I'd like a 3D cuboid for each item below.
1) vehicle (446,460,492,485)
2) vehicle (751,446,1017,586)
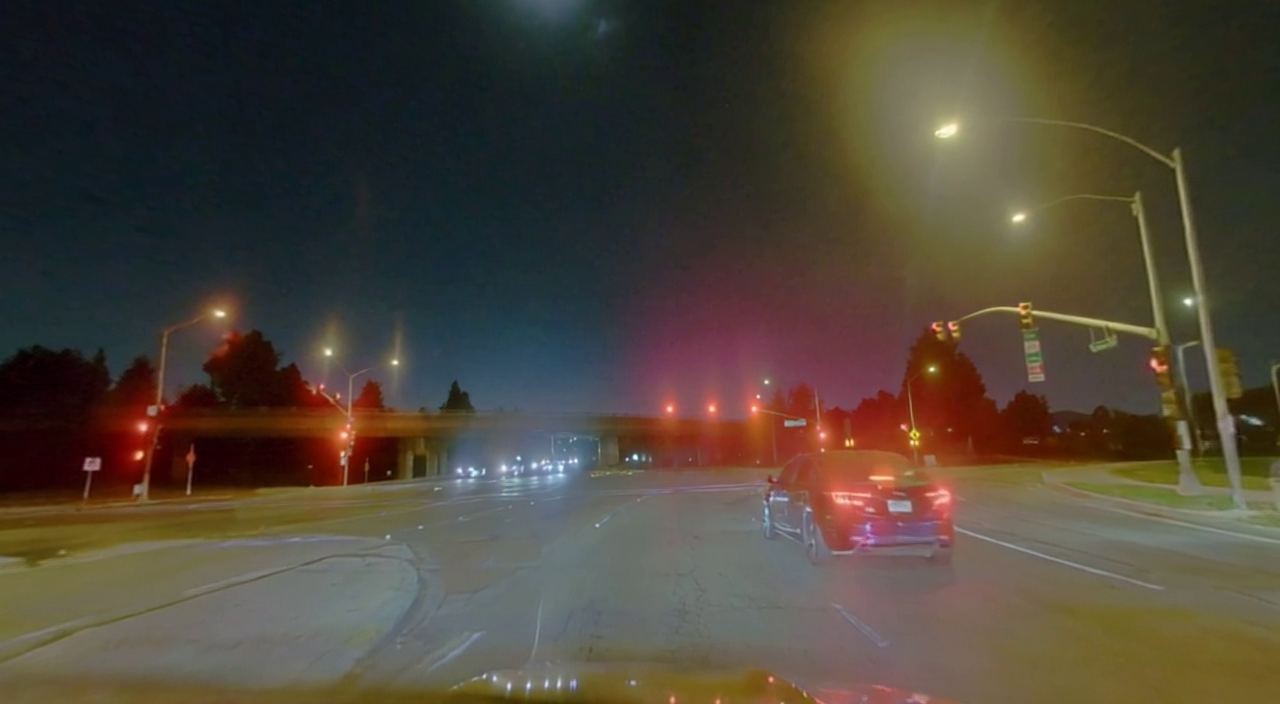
[{"bbox_3d":[-12.782,9.013,47.519,2.126,1.506,5.411,-3,-9,-2],"label":"vehicle"},{"bbox_3d":[2.953,2.068,8.924,1.909,1.425,4.521,0,-9,0],"label":"vehicle"}]
